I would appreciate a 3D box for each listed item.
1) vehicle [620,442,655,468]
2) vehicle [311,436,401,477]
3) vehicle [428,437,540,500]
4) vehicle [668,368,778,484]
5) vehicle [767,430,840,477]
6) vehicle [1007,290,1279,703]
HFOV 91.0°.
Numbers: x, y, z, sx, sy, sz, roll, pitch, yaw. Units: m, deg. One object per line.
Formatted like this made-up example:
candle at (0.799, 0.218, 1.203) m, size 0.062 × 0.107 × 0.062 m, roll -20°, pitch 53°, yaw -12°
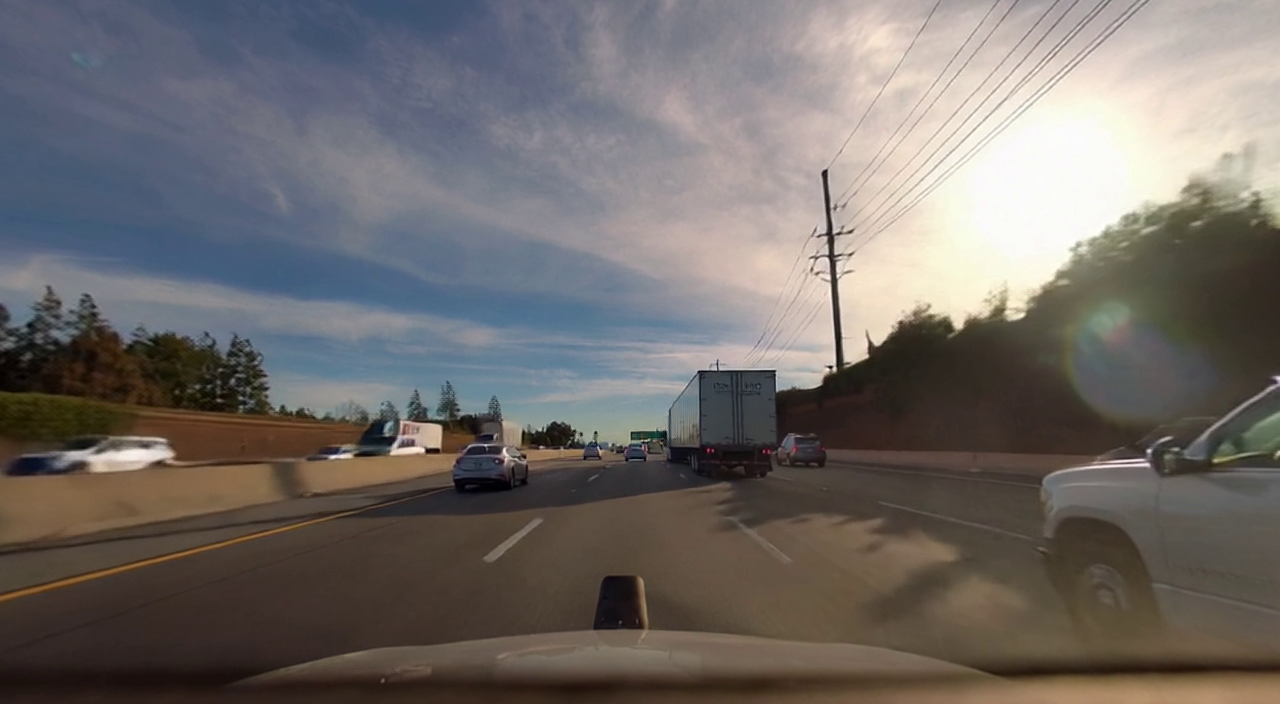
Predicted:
vehicle at (-0.107, 6.377, 39.224) m, size 2.047 × 1.485 × 3.938 m, roll 0°, pitch -8°, yaw 1°
vehicle at (-10.959, 4.025, 24.583) m, size 1.796 × 1.470 × 3.706 m, roll 0°, pitch -8°, yaw 0°
vehicle at (-4.091, 3.093, 17.199) m, size 1.968 × 1.507 × 3.829 m, roll 0°, pitch -8°, yaw 1°
vehicle at (3.300, 3.761, 30.524) m, size 2.907 × 4.109 × 16.177 m, roll 0°, pitch -8°, yaw -1°
vehicle at (7.396, 4.633, 29.052) m, size 2.079 × 1.938 × 4.630 m, roll 0°, pitch -8°, yaw 0°
vehicle at (3.333, 0.590, 1.284) m, size 2.132 × 1.869 × 4.978 m, roll 0°, pitch -8°, yaw 0°
